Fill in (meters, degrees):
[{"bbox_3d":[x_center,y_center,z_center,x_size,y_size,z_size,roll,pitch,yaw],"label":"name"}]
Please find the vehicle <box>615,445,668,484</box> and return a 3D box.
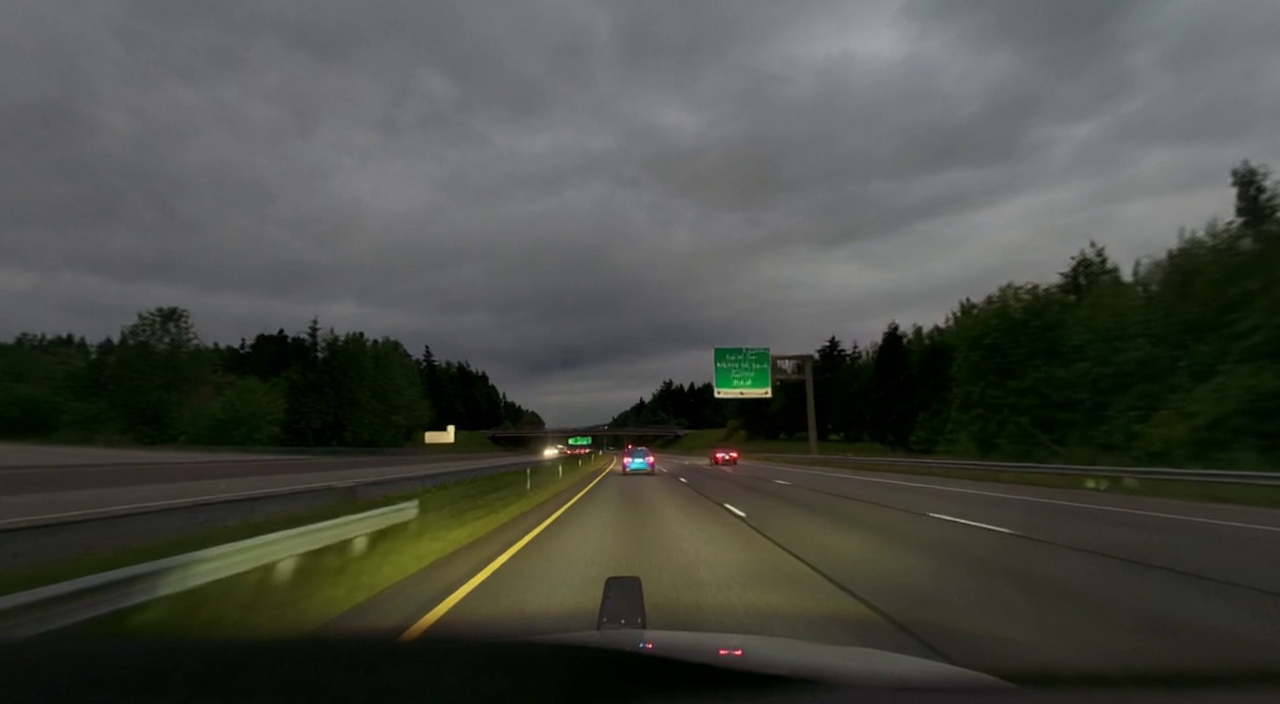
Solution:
[{"bbox_3d":[0.045,4.727,26.761,2.069,1.523,4.012,0,-9,-1],"label":"vehicle"}]
